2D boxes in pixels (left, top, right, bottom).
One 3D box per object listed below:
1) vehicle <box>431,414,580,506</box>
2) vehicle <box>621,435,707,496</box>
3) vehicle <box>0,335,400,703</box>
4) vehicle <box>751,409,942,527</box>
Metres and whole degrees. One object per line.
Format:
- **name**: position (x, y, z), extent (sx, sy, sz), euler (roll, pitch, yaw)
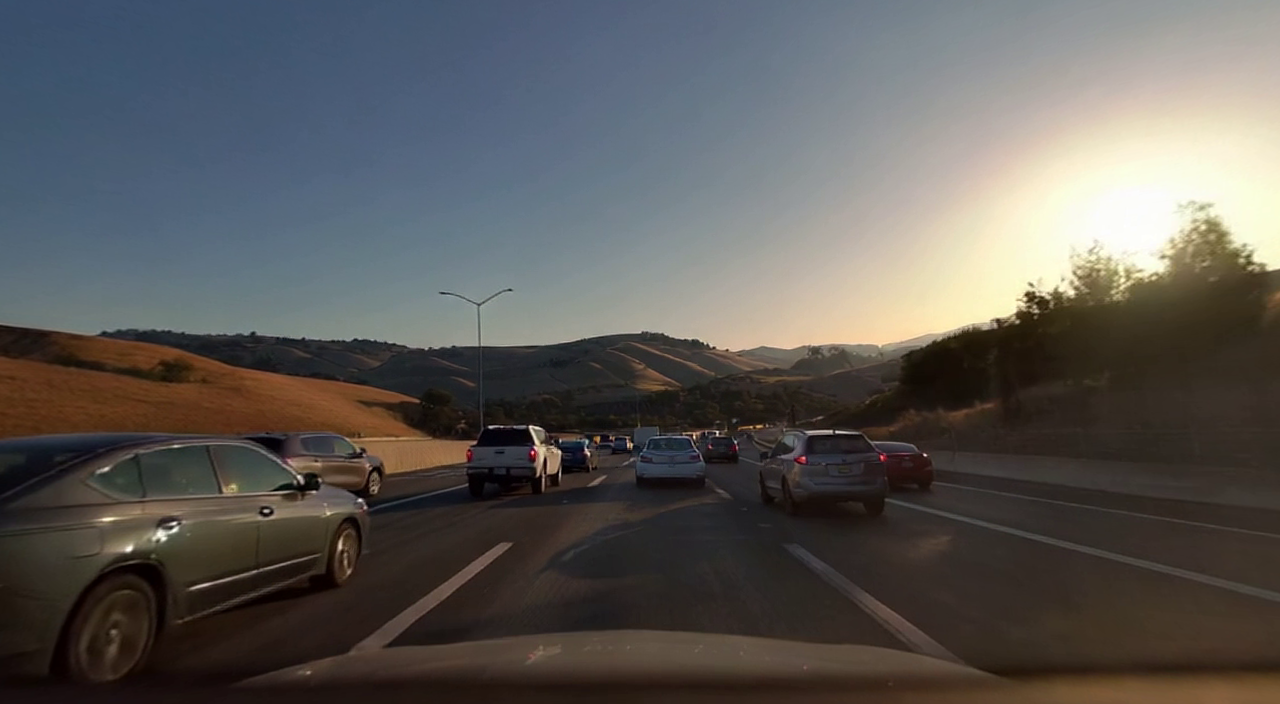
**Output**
- **vehicle**: position (-3.081, 2.641, 15.946), extent (2.301, 1.902, 5.374), euler (0, -8, 3)
- **vehicle**: position (0.651, 3.105, 17.721), extent (2.105, 1.471, 4.349), euler (0, -8, 2)
- **vehicle**: position (-3.594, 1.041, 4.152), extent (2.179, 1.723, 4.410), euler (0, -8, 1)
- **vehicle**: position (3.512, 2.079, 11.823), extent (2.046, 1.765, 4.534), euler (0, -8, 0)
